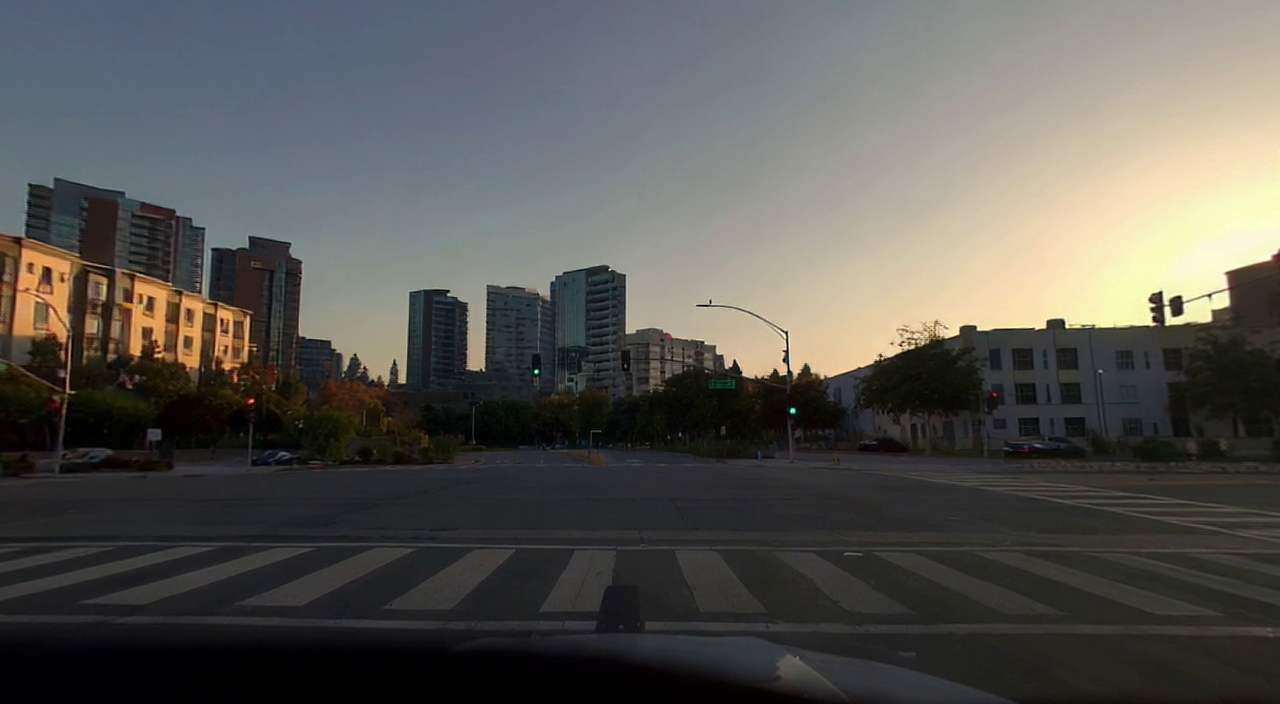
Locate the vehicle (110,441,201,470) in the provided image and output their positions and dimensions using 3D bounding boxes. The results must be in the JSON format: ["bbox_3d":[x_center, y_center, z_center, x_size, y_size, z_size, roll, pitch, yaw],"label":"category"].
[{"bbox_3d":[-34.916,7.420,45.735,2.204,1.955,5.518,0,-8,0],"label":"vehicle"}]

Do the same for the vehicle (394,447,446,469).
[{"bbox_3d":[-15.515,7.446,44.788,2.056,1.450,4.343,0,-8,0],"label":"vehicle"}]

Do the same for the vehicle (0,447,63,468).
[{"bbox_3d":[-45.268,7.760,46.591,1.858,1.467,3.624,0,-8,0],"label":"vehicle"}]

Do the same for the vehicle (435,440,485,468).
[{"bbox_3d":[-11.966,6.802,42.314,2.080,1.763,4.341,0,-8,0],"label":"vehicle"}]

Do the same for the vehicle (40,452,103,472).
[{"bbox_3d":[-41.590,8.029,46.290,1.552,1.339,3.340,-2,-9,-1],"label":"vehicle"}]
